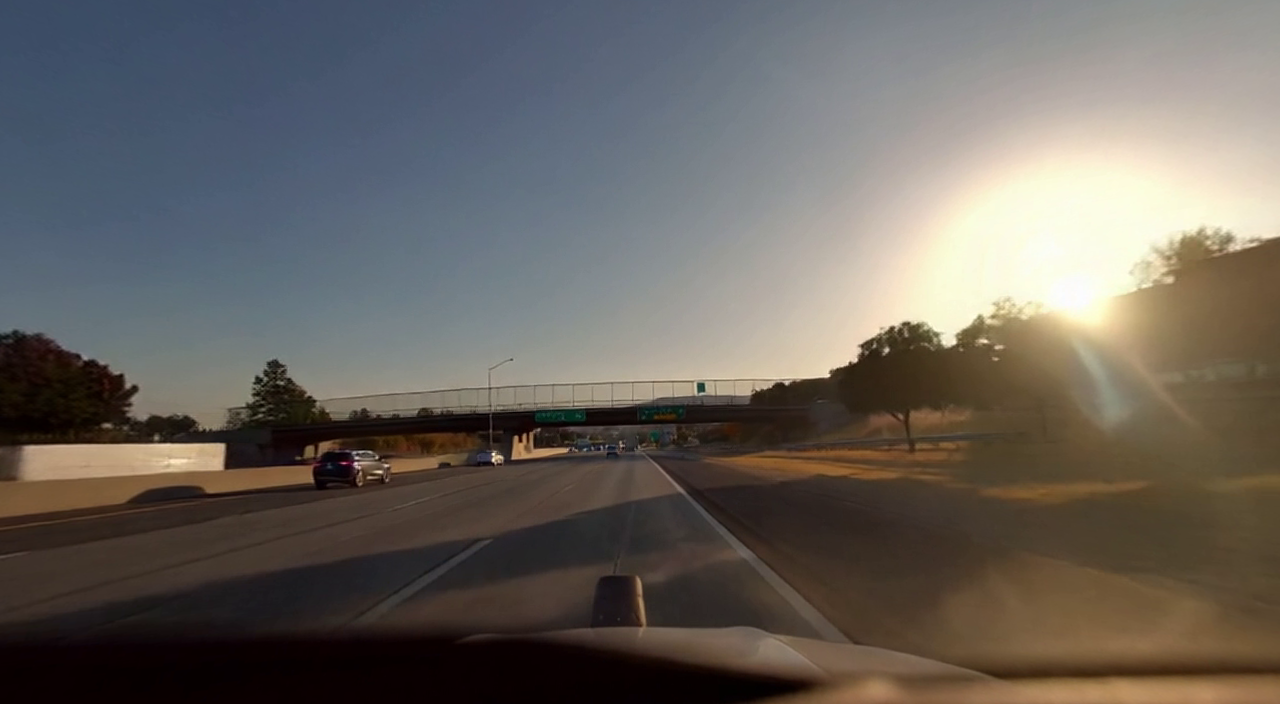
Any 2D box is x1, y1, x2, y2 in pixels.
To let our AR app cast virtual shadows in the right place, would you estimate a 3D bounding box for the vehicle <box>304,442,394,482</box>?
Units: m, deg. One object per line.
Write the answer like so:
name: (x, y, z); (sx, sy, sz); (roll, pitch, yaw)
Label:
vehicle: (-14.462, 5.481, 31.849); (2.049, 1.792, 5.177); (0, -9, 0)
